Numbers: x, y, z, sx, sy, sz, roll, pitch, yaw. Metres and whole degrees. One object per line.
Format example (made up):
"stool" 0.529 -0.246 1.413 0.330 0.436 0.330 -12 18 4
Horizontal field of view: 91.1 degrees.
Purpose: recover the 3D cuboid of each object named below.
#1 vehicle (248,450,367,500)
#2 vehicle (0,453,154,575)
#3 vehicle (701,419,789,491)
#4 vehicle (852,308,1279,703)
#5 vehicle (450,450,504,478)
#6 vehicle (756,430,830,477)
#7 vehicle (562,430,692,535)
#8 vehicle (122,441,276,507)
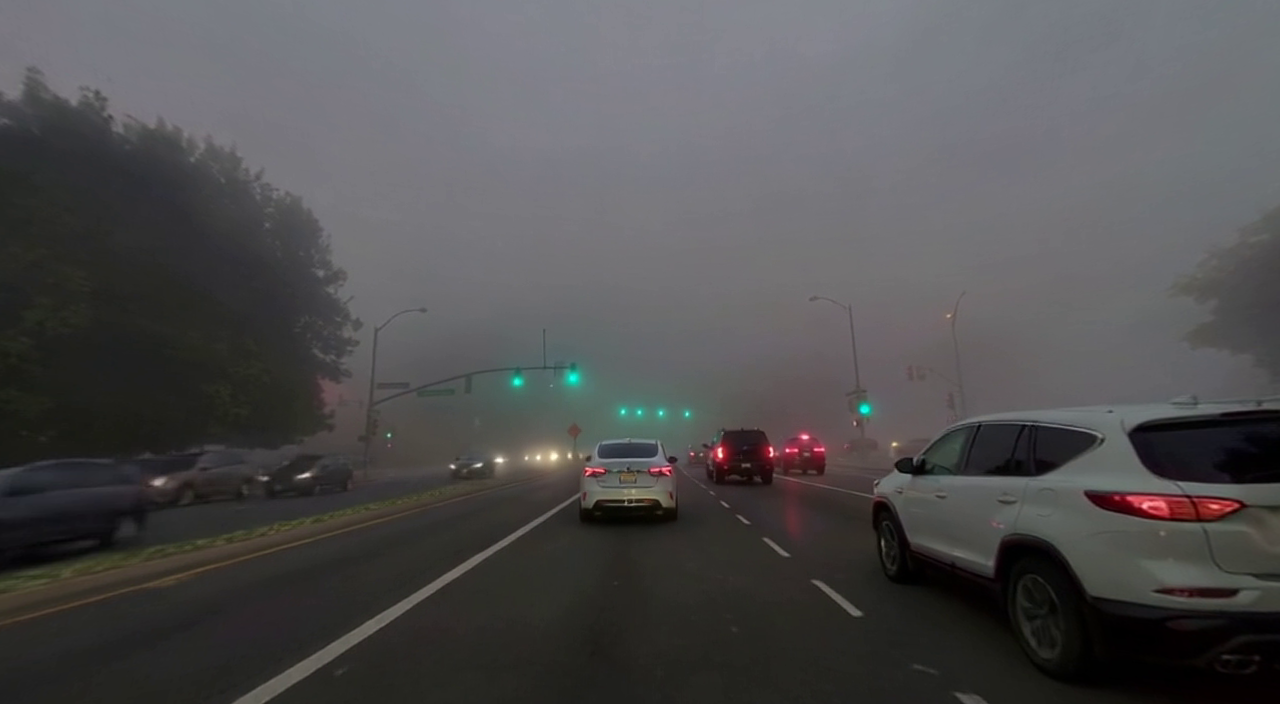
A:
"vehicle" -12.418 4.587 23.829 1.944 1.638 4.496 0 -8 1
"vehicle" -9.150 2.121 8.243 2.050 1.498 4.238 0 -8 1
"vehicle" 3.955 4.008 24.800 2.516 2.481 5.766 0 -8 1
"vehicle" 3.399 1.078 4.936 1.982 1.960 4.427 0 -8 1
"vehicle" -9.340 6.457 36.419 1.933 1.469 4.516 0 -8 0
"vehicle" 7.901 5.270 33.025 2.627 2.252 5.236 0 -8 1
"vehicle" -0.175 2.411 12.291 2.111 1.676 4.018 0 -8 1
"vehicle" -15.976 4.369 23.179 2.040 2.152 4.854 0 -8 1
